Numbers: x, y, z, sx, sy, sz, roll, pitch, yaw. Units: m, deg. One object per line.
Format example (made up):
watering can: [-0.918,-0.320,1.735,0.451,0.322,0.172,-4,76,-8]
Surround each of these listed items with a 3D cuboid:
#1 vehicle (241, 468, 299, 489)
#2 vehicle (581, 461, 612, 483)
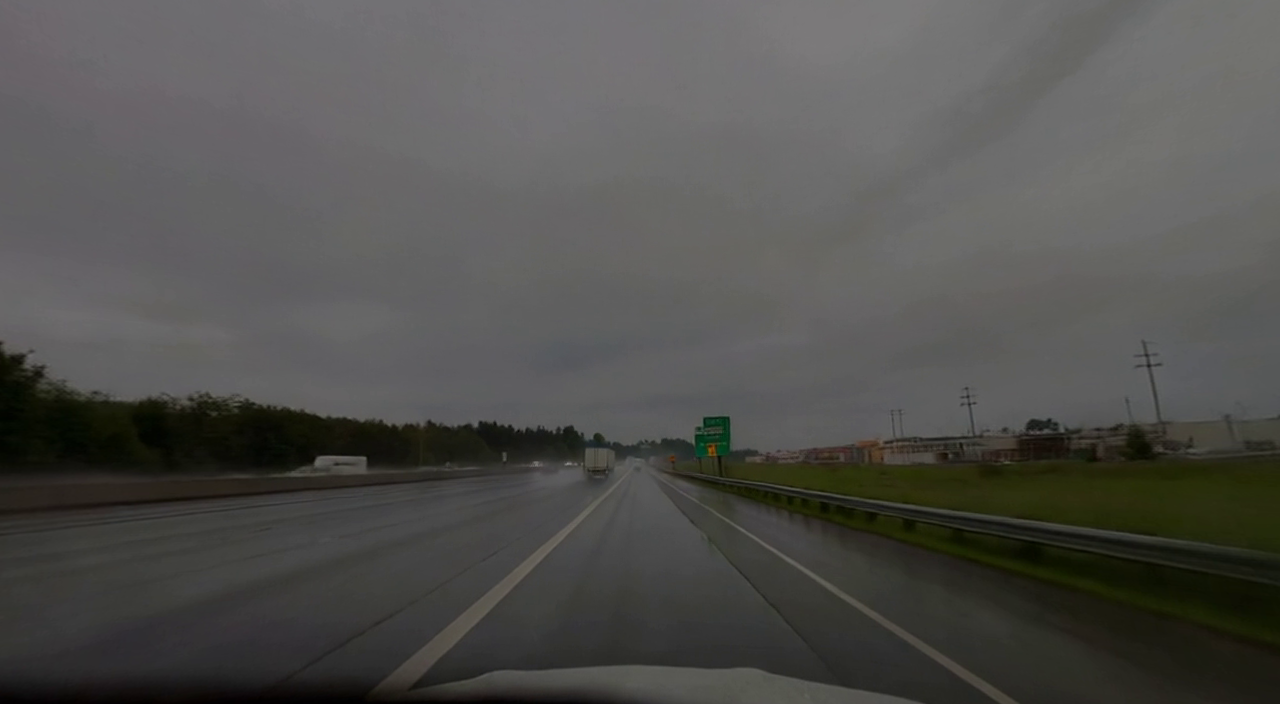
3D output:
vehicle: [-25.911,8.850,44.231,1.728,1.373,3.849,1,-11,-1]
vehicle: [-3.305,9.256,48.671,2.092,1.642,3.895,1,-10,-1]
